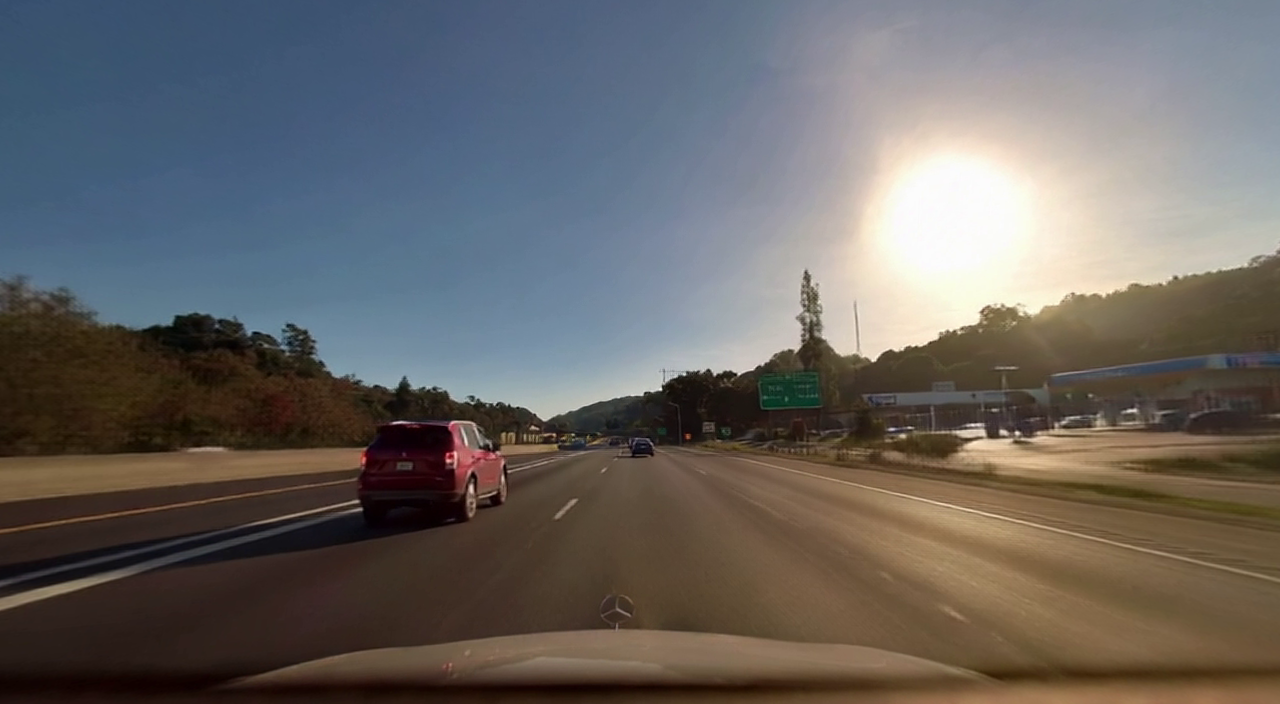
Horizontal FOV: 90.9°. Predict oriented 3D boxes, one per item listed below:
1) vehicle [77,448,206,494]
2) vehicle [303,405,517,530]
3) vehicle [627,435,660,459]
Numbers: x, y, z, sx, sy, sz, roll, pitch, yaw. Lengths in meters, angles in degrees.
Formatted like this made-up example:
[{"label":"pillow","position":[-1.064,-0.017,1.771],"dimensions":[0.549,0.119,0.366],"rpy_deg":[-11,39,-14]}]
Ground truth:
[{"label":"vehicle","position":[-19.561,4.631,24.972],"dimensions":[1.768,1.587,4.096],"rpy_deg":[0,-7,-1]},{"label":"vehicle","position":[-3.660,1.907,11.090],"dimensions":[2.061,1.732,4.457],"rpy_deg":[0,-8,0]},{"label":"vehicle","position":[0.194,6.538,43.780],"dimensions":[2.151,1.550,4.694],"rpy_deg":[0,-8,-1]}]
